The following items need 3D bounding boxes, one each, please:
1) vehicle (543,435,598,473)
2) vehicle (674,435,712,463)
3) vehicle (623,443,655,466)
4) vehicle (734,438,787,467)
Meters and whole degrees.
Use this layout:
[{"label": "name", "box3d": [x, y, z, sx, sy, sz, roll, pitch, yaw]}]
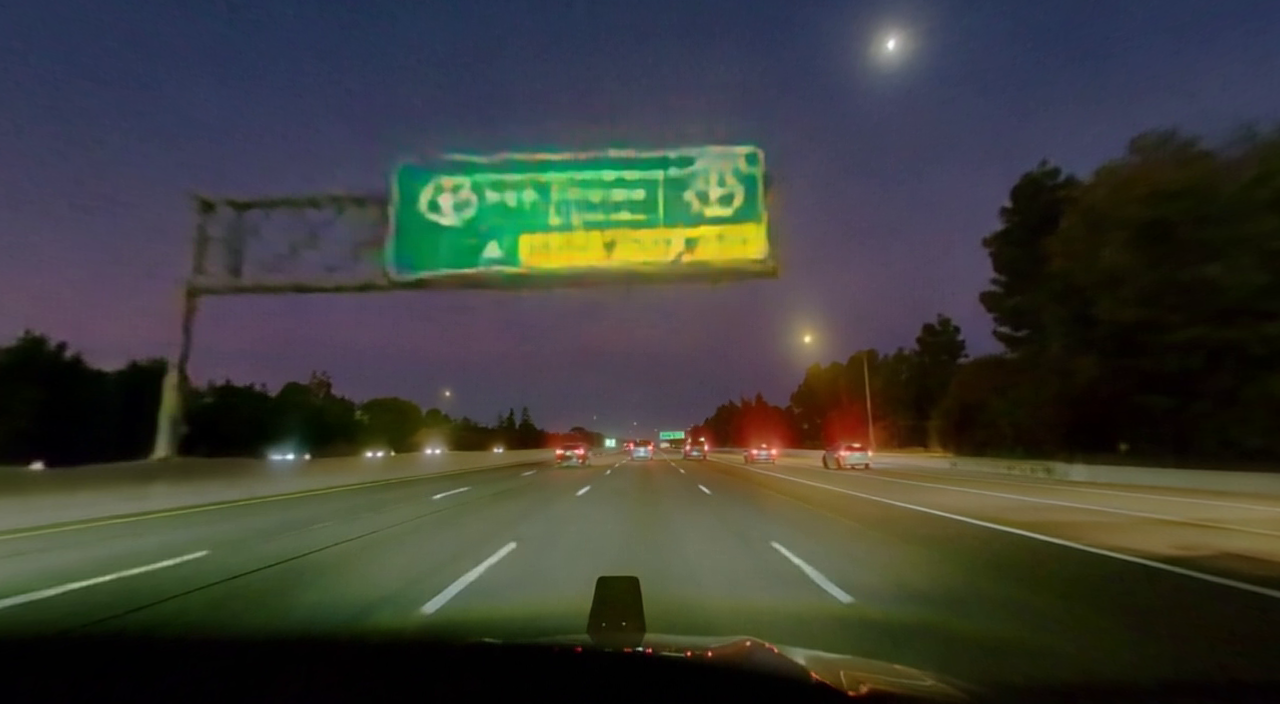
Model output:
[{"label": "vehicle", "box3d": [-3.434, 5.135, 32.047, 2.118, 1.750, 4.875, 0, -8, 2]}, {"label": "vehicle", "box3d": [3.936, 7.333, 47.665, 2.348, 1.991, 5.460, 0, -8, 0]}, {"label": "vehicle", "box3d": [-0.027, 6.923, 42.867, 2.050, 1.452, 3.917, 0, -8, 1]}, {"label": "vehicle", "box3d": [7.261, 6.120, 38.488, 2.196, 1.659, 4.451, 0, -8, -2]}]
